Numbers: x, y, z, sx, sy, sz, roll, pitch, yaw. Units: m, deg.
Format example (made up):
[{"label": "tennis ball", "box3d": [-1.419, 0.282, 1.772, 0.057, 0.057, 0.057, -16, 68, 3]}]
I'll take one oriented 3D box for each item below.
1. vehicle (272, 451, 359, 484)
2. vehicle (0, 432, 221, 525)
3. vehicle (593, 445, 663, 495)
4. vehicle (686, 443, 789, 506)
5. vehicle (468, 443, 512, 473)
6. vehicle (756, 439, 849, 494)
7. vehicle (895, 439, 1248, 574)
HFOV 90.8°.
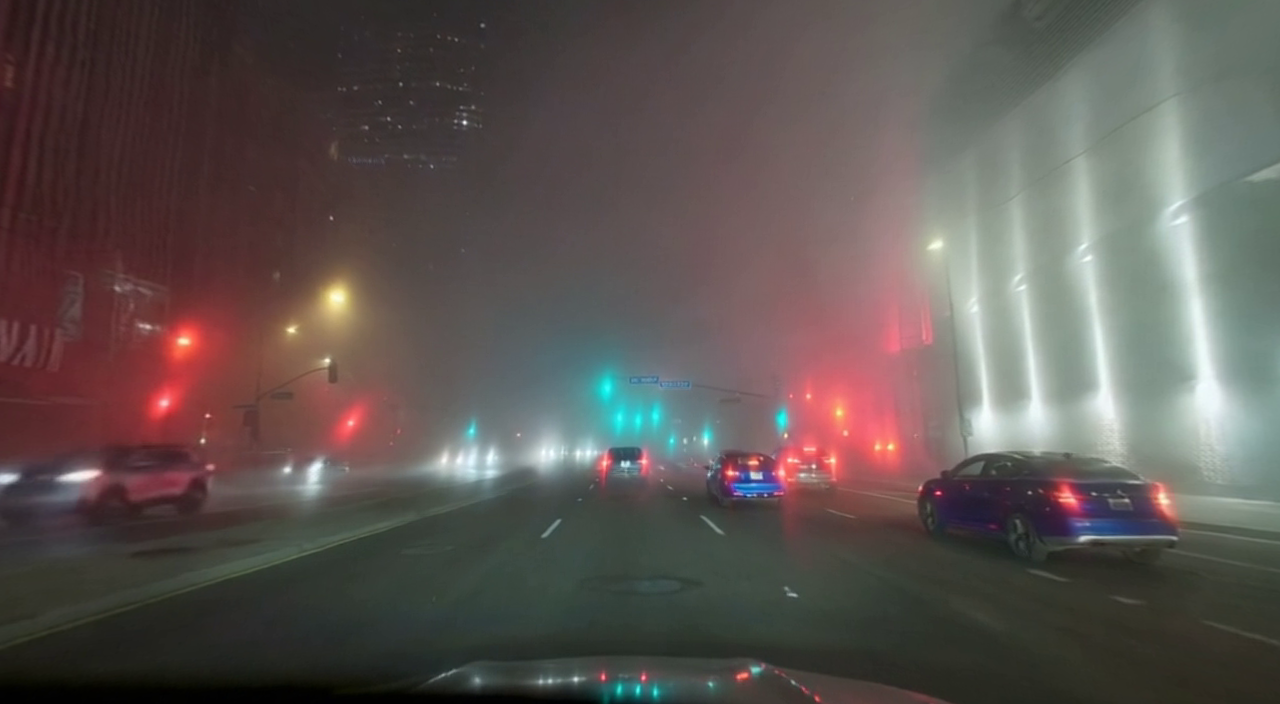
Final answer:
[{"label": "vehicle", "box3d": [-16.097, 5.746, 31.667, 2.017, 1.460, 4.556, 0, -9, -1]}, {"label": "vehicle", "box3d": [-12.427, 2.858, 14.850, 1.861, 1.780, 4.814, 0, -9, -1]}, {"label": "vehicle", "box3d": [-0.422, 3.825, 20.846, 2.096, 1.457, 4.160, 0, -9, -2]}, {"label": "vehicle", "box3d": [2.522, 3.306, 17.500, 1.987, 1.484, 4.427, 0, -9, -2]}, {"label": "vehicle", "box3d": [-9.839, 6.976, 41.767, 1.827, 1.787, 4.474, 0, -9, -1]}, {"label": "vehicle", "box3d": [5.690, 4.077, 22.801, 2.015, 1.745, 4.444, 0, -9, -2]}, {"label": "vehicle", "box3d": [5.833, 2.101, 9.507, 1.914, 1.484, 4.639, 0, -9, -2]}]
